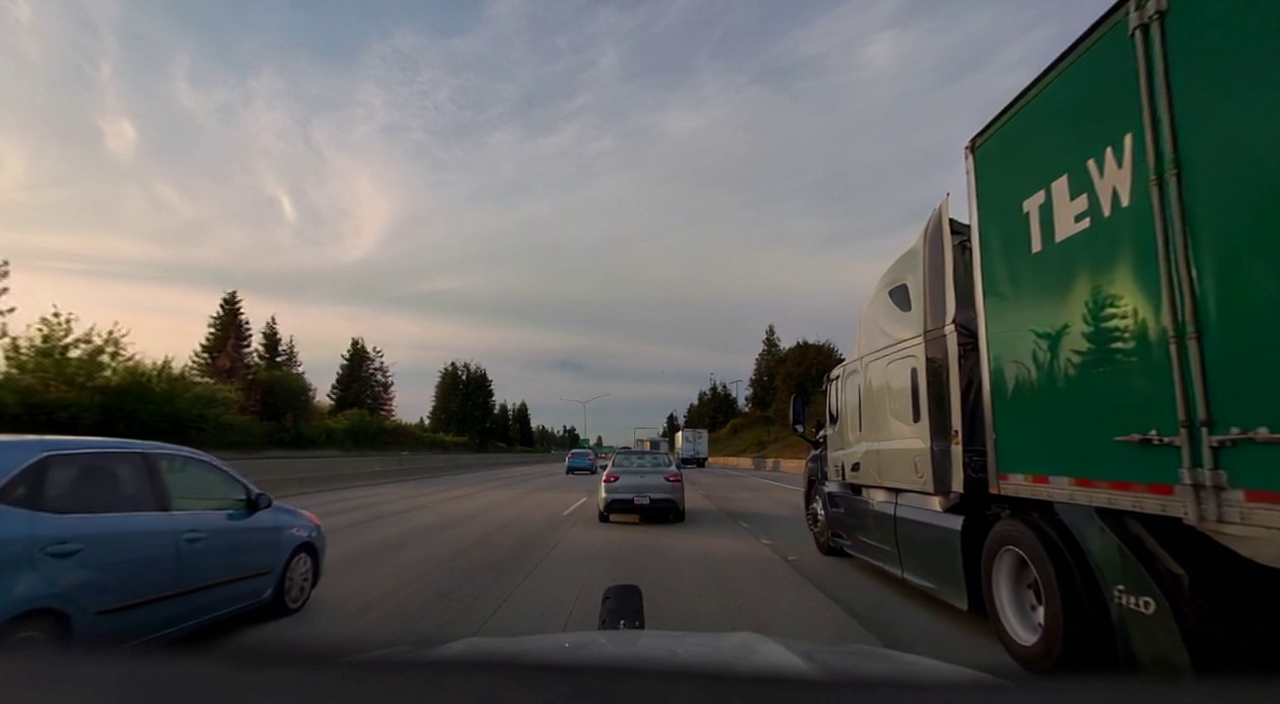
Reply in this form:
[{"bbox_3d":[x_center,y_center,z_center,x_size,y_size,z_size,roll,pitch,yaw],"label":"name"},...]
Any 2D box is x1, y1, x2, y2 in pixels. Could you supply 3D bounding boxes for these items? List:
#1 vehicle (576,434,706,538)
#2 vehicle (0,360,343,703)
[{"bbox_3d":[0.005,2.324,11.444,1.973,1.574,3.426,0,-9,0],"label":"vehicle"},{"bbox_3d":[-3.477,0.936,2.825,1.985,1.671,4.604,0,-9,1],"label":"vehicle"}]
